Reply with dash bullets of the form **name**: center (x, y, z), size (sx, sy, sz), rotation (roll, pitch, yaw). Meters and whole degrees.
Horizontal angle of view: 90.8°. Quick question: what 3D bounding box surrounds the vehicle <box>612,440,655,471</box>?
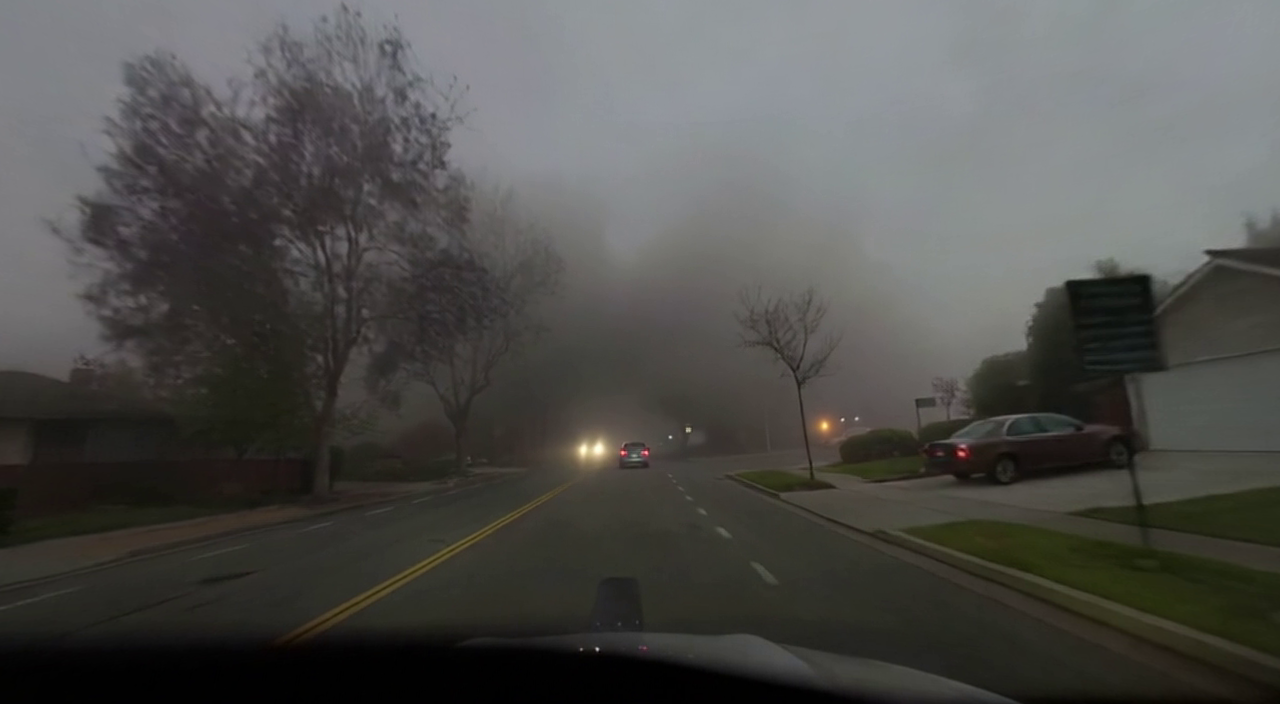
- **vehicle**: center (-0.337, 5.430, 33.337), size (2.098, 1.483, 4.099), rotation (0, -9, -1)

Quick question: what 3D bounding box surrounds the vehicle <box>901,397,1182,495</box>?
- **vehicle**: center (8.691, 2.072, 14.015), size (4.740, 1.467, 2.074), rotation (-6, -8, -3)
